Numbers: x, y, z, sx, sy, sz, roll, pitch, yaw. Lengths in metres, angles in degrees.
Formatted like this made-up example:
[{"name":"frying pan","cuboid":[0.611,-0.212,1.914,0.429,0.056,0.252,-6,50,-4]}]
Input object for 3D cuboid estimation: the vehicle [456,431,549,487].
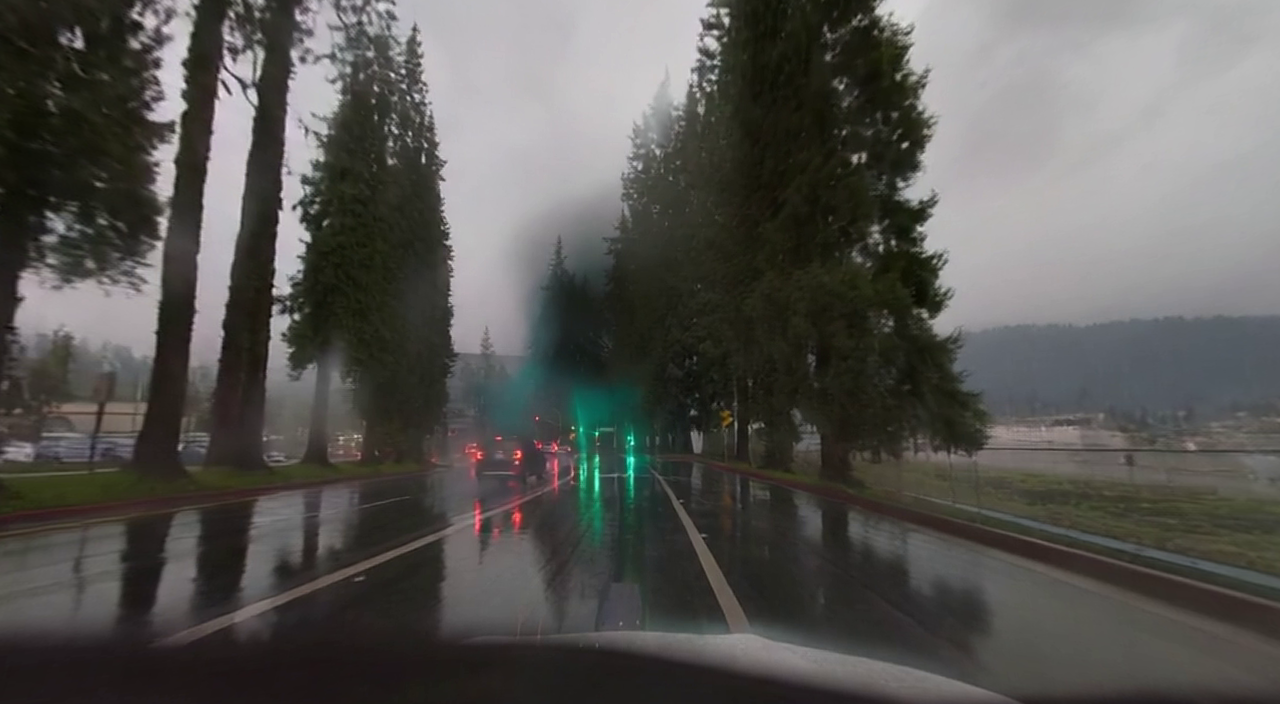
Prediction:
[{"name":"vehicle","cuboid":[-4.642,3.708,22.146,2.210,1.737,4.649,0,-8,0]}]
